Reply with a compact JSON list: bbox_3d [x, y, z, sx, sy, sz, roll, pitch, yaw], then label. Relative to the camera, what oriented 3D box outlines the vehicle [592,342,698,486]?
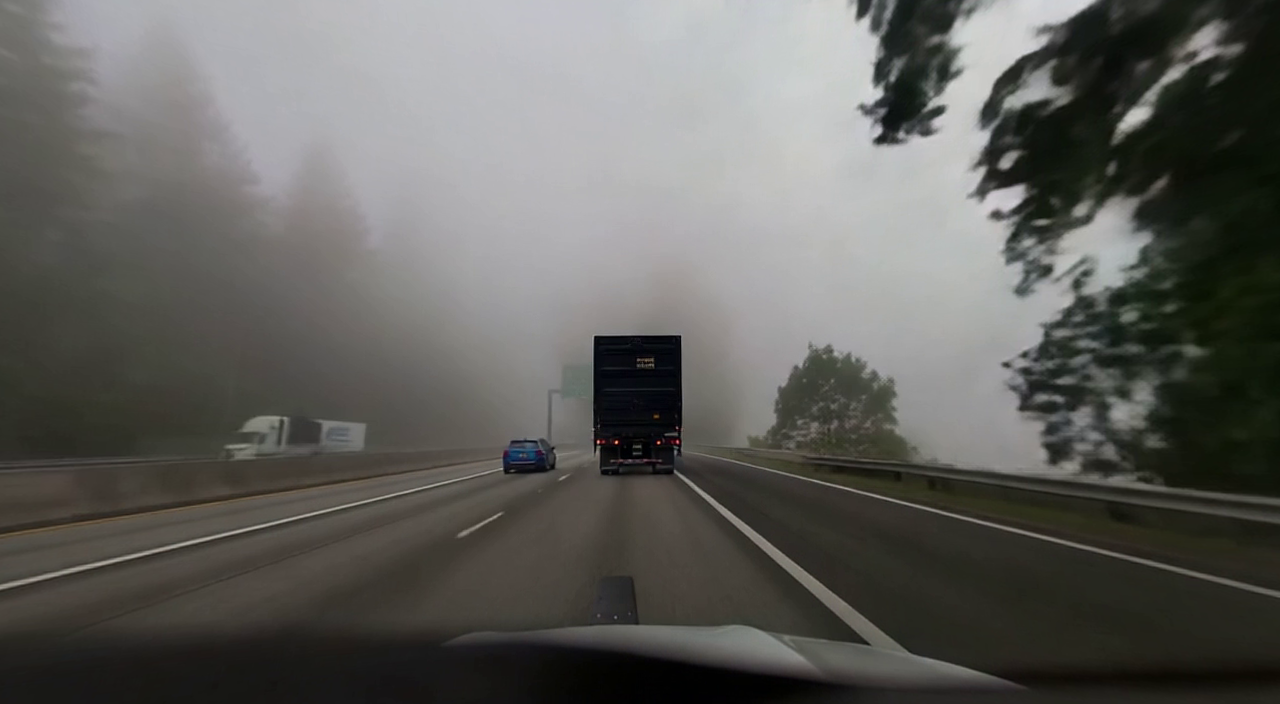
[{"bbox_3d":[0.025,2.526,23.605,3.073,4.196,10.546,0,-8,-1],"label":"vehicle"}]

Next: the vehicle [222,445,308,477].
[{"bbox_3d":[-19.942,5.809,33.745,1.801,1.548,4.633,0,-8,0],"label":"vehicle"}]

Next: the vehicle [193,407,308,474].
[{"bbox_3d":[-24.678,5.657,40.337,3.035,3.916,6.401,-1,-8,1],"label":"vehicle"}]

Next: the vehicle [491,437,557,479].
[{"bbox_3d":[-4.599,4.263,25.557,1.854,1.530,4.268,0,-8,0],"label":"vehicle"}]
